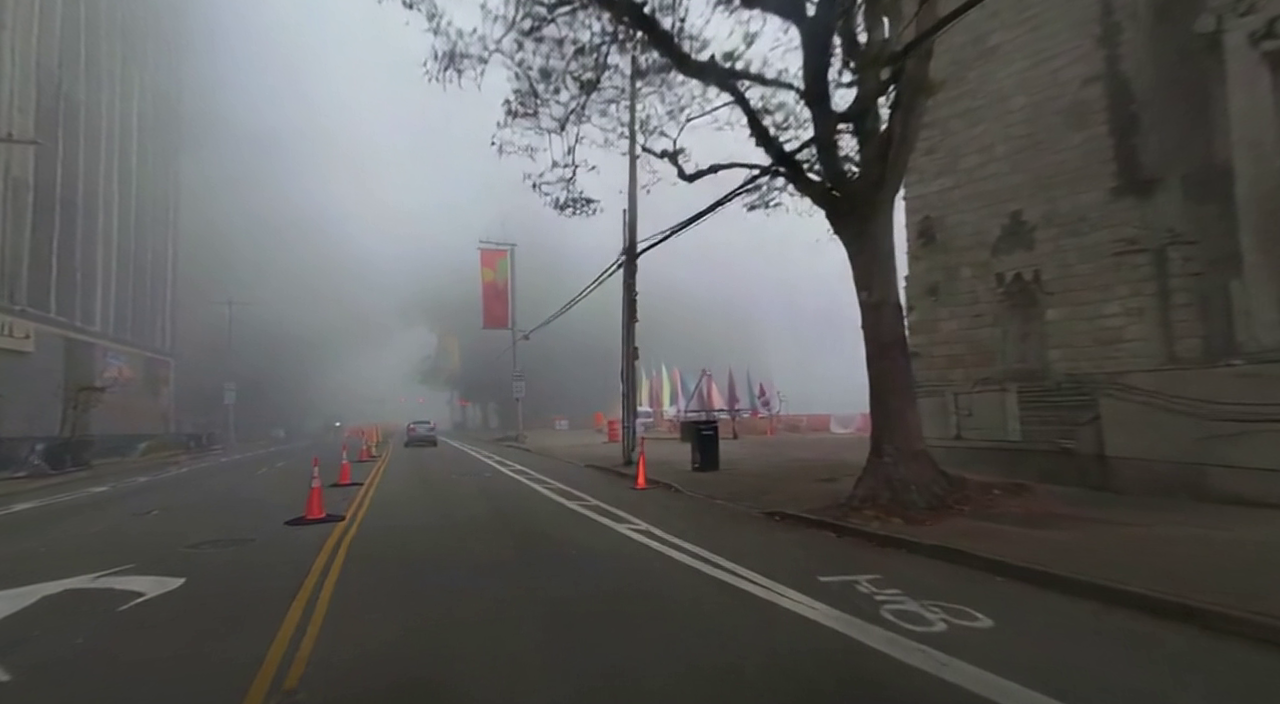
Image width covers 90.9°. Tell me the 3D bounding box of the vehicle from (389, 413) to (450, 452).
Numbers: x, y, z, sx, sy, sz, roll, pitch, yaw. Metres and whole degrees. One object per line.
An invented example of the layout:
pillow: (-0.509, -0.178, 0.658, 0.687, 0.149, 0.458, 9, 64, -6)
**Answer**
vehicle: (-9.533, 3.428, 27.017, 2.216, 1.492, 4.725, 2, -8, -22)
